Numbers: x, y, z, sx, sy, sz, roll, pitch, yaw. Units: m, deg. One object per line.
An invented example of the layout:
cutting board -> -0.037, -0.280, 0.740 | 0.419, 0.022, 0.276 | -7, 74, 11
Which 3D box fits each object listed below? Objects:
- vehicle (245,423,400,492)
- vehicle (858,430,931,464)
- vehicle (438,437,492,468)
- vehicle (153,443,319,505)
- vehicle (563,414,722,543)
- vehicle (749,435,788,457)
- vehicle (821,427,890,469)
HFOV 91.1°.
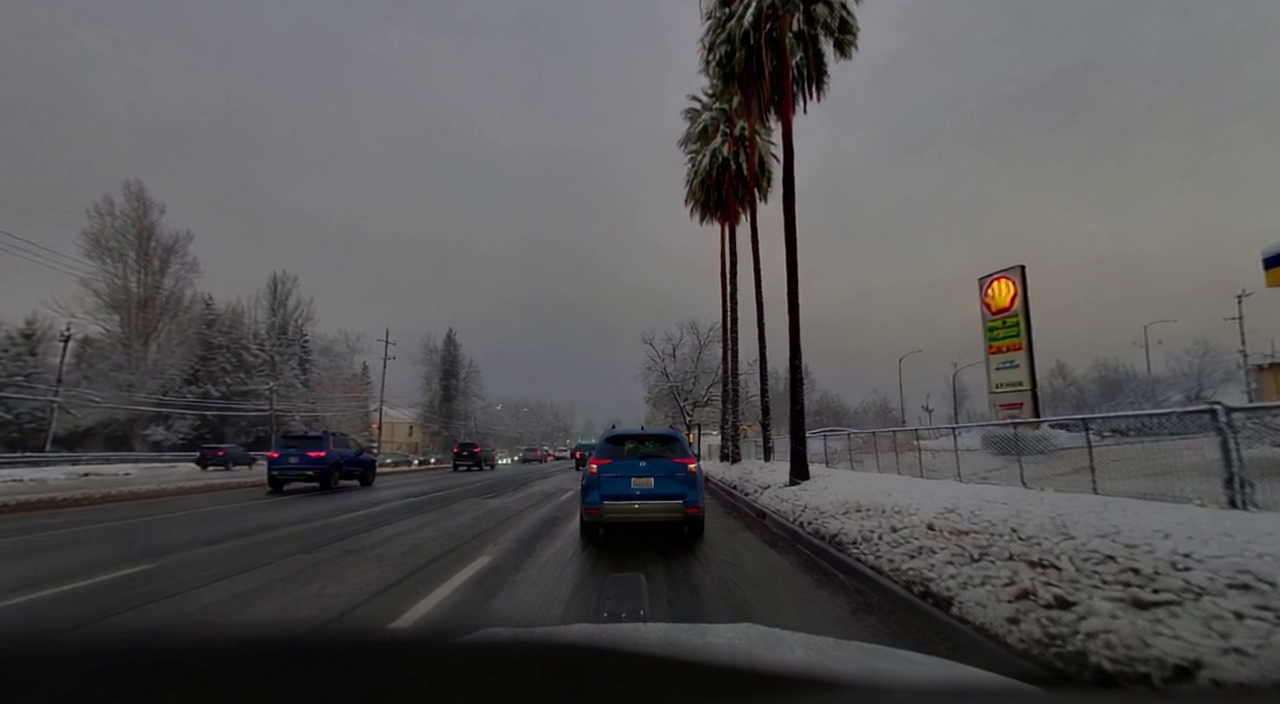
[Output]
vehicle -> -10.067, 3.395, 20.556 | 2.269, 1.934, 5.350 | 0, -9, 0
vehicle -> 12.067, 4.546, 30.045 | 1.681, 1.503, 3.781 | 0, -9, -3
vehicle -> -10.549, 6.090, 38.112 | 1.965, 1.743, 4.327 | 0, -9, 1
vehicle -> -10.065, 3.029, 16.018 | 1.924, 1.384, 3.426 | 0, -9, 0
vehicle -> 0.058, 1.991, 10.413 | 2.121, 1.710, 3.893 | 0, -9, 1
vehicle -> 9.151, 6.755, 45.019 | 1.929, 1.496, 4.245 | 0, -9, 1
vehicle -> 8.255, 3.635, 23.813 | 1.837, 1.416, 3.947 | -4, -10, 27
